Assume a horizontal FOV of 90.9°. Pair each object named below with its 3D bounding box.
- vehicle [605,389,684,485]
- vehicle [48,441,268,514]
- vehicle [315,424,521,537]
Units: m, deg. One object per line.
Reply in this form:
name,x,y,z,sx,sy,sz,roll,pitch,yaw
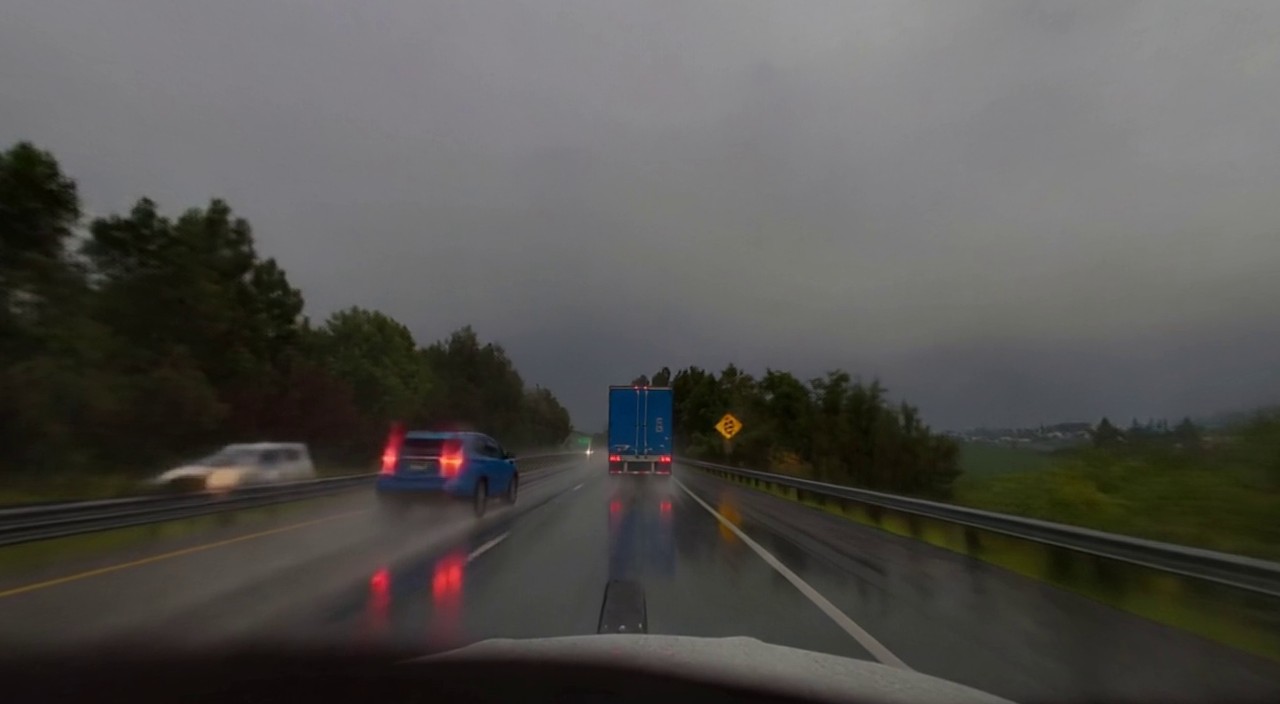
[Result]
vehicle,0.000,3.816,27.656,2.913,3.530,8.648,1,-9,-2
vehicle,-11.417,2.966,15.459,2.002,1.506,4.416,1,-9,-2
vehicle,-3.723,2.251,11.611,2.160,1.661,4.388,0,-9,0
